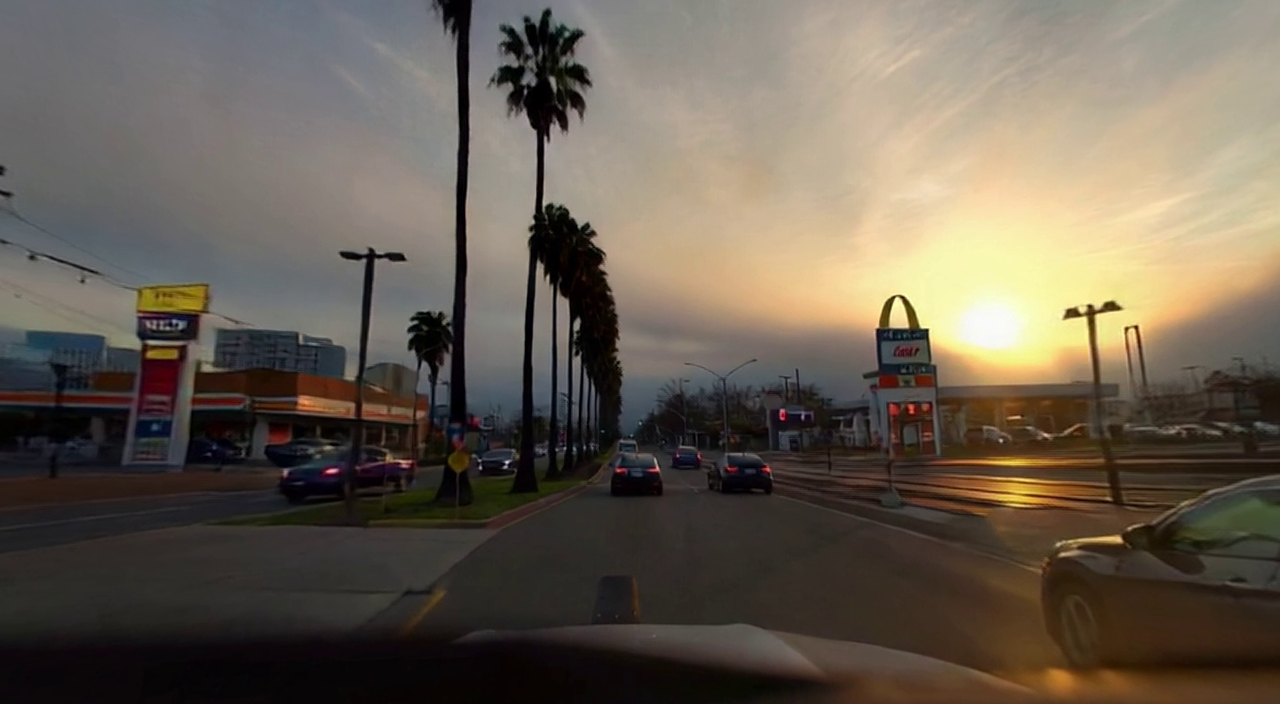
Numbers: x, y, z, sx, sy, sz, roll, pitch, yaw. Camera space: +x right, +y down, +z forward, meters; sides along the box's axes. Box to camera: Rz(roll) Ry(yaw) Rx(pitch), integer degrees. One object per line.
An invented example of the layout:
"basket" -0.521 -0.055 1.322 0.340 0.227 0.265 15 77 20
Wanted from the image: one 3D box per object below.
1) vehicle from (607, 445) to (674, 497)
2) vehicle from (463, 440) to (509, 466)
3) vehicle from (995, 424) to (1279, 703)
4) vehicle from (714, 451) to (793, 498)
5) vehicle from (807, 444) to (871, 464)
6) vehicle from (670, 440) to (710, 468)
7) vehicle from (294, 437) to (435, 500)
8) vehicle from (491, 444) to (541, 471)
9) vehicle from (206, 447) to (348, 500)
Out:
"vehicle" -0.066 3.895 21.103 2.021 1.550 4.090 0 -9 -2
"vehicle" -11.011 7.268 45.416 1.962 1.745 4.513 -1 -9 3
"vehicle" 3.572 1.010 2.392 1.987 1.474 4.198 0 -9 0
"vehicle" 3.862 4.230 22.234 1.889 1.448 4.262 0 -9 -1
"vehicle" 15.053 7.742 47.919 4.293 1.438 1.773 0 -9 1
"vehicle" 3.363 6.980 43.312 2.299 1.803 5.434 0 -9 0
"vehicle" -8.482 3.626 20.092 1.980 1.719 4.963 -1 -9 4
"vehicle" -7.464 6.419 38.632 2.052 1.483 4.751 0 -9 1
"vehicle" -11.549 3.876 20.557 1.908 1.506 4.397 0 -9 2
